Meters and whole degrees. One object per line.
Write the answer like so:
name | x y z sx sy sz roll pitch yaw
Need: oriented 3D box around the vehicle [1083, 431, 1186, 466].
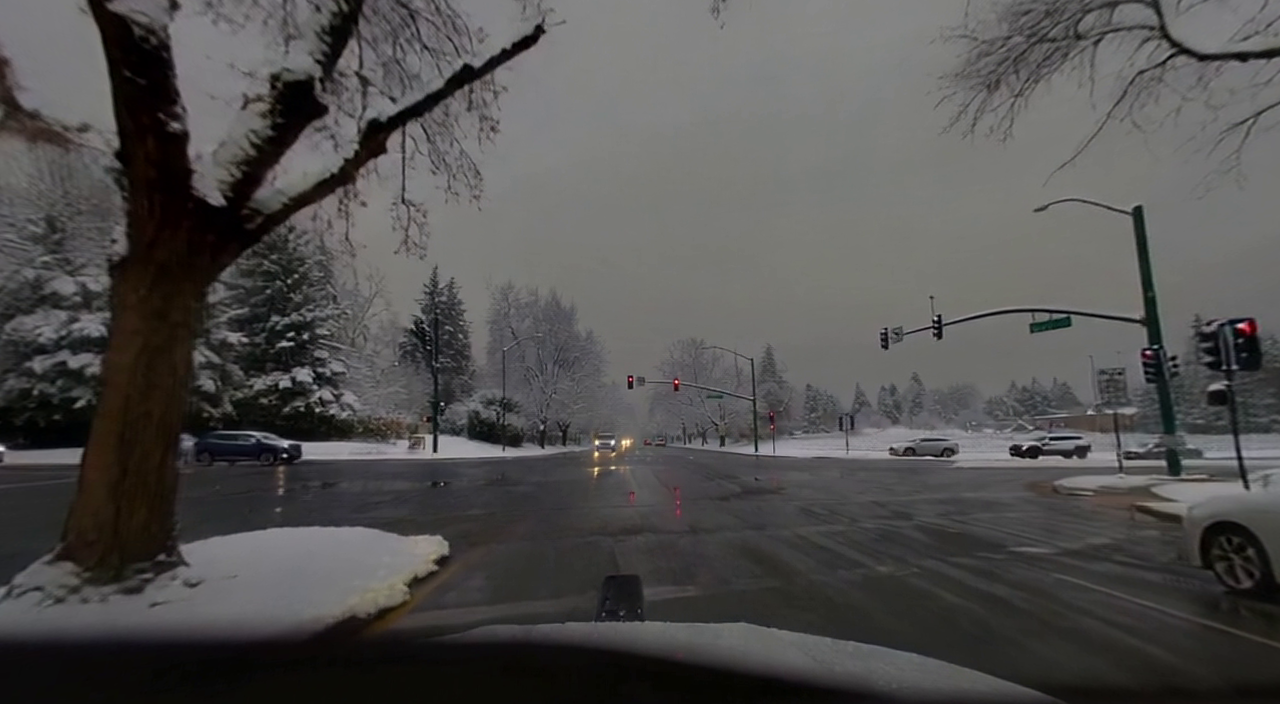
vehicle | 23.501 4.577 30.013 4.515 1.543 1.872 4 -9 -25

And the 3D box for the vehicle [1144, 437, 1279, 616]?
vehicle | 6.059 1.286 4.281 1.815 1.417 4.125 0 -8 -1

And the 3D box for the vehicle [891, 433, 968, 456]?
vehicle | 19.494 6.251 42.621 4.516 1.468 1.962 3 -9 -19

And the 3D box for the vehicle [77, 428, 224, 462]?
vehicle | -22.488 4.320 29.245 4.912 1.485 1.922 3 -9 -16

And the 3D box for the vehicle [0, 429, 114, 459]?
vehicle | -30.562 4.751 32.608 4.683 1.495 2.119 3 -9 -18

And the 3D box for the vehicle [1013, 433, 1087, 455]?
vehicle | 30.130 6.752 46.406 4.481 1.561 2.001 3 -9 -16

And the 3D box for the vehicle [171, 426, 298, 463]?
vehicle | -17.879 4.114 28.103 4.331 1.544 1.896 3 -9 -18
